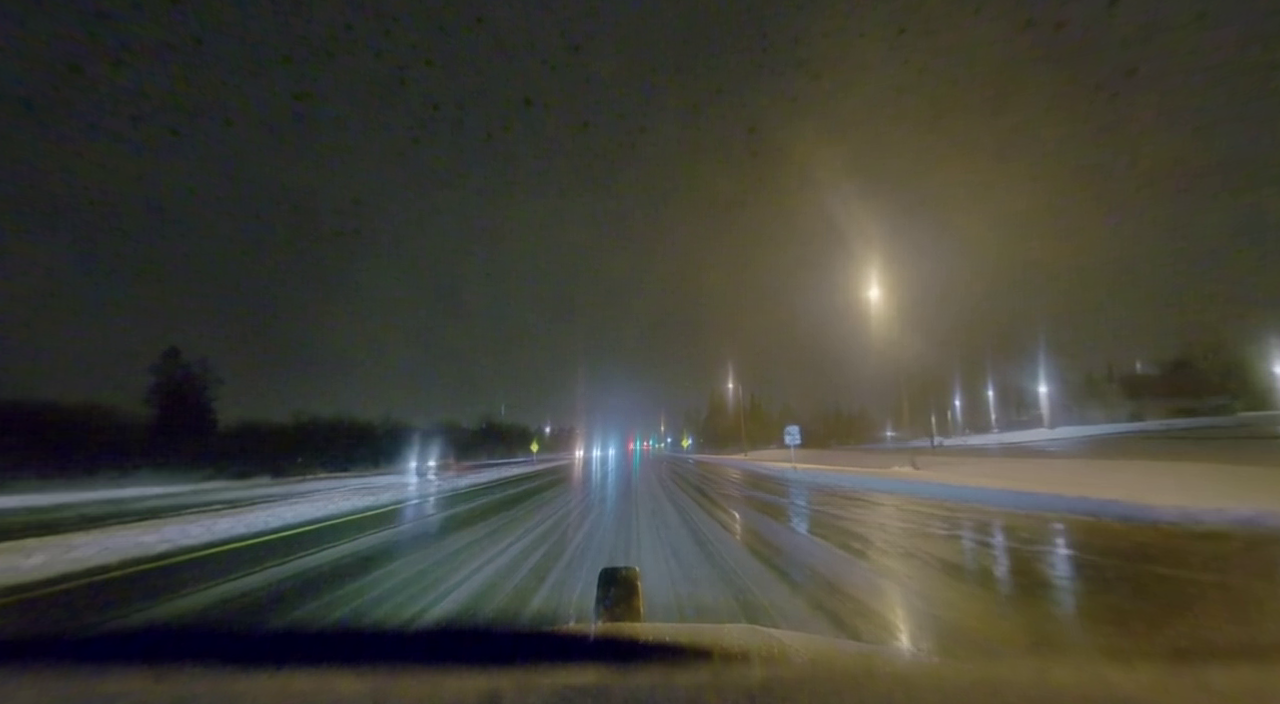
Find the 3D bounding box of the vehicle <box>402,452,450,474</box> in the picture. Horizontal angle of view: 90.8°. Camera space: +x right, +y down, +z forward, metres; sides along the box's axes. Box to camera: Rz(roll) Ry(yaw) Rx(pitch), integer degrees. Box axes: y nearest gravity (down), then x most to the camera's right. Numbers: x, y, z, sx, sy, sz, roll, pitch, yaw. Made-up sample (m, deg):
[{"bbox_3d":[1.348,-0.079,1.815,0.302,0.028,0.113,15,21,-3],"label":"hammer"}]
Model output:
[{"bbox_3d":[-16.086,8.342,47.665,1.879,1.491,4.801,0,-9,1],"label":"vehicle"}]
